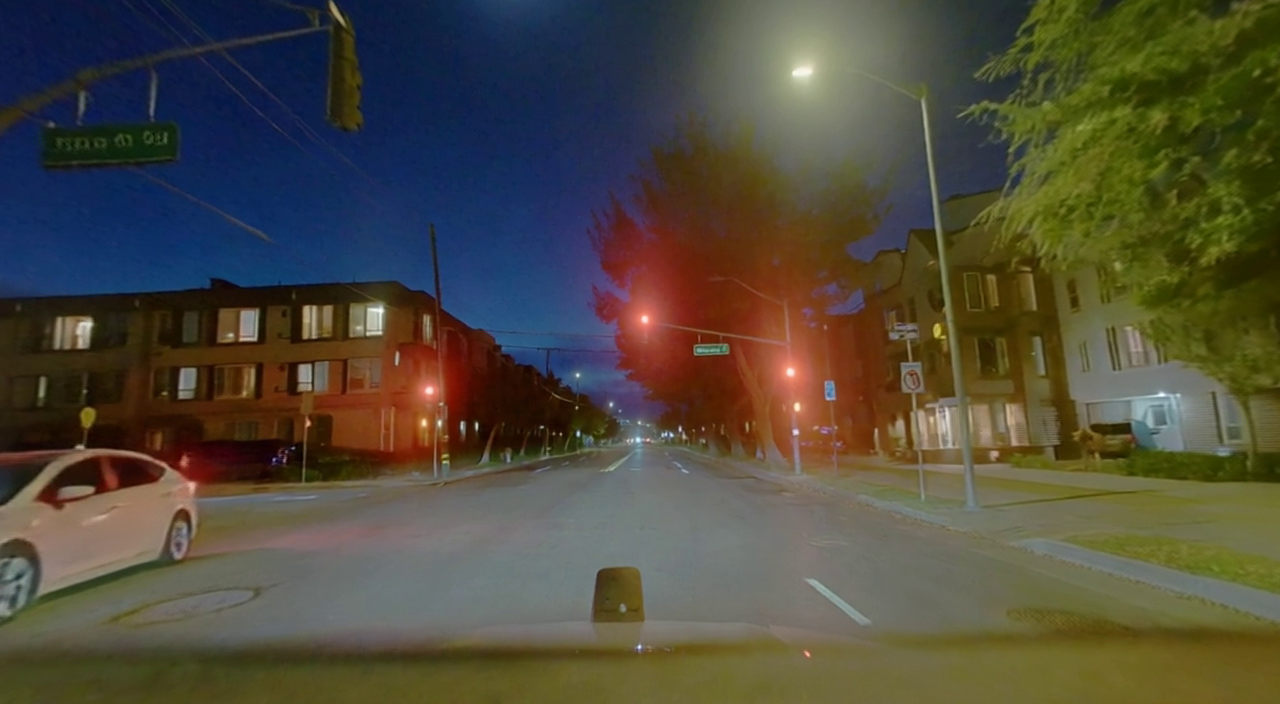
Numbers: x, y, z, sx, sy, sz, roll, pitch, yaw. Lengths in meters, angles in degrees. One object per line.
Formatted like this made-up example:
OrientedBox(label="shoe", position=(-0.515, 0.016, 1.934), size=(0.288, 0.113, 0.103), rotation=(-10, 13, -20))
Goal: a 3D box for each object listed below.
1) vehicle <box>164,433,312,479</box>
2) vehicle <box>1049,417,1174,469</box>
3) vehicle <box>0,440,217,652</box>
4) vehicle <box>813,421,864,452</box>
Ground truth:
OrientedBox(label="vehicle", position=(-19.039, 4.920, 30.142), size=(5.468, 1.854, 2.283), rotation=(-2, -8, -3))
OrientedBox(label="vehicle", position=(17.109, 3.367, 23.227), size=(2.013, 1.722, 4.007), rotation=(-2, -9, 11))
OrientedBox(label="vehicle", position=(-5.871, 1.665, 6.033), size=(1.945, 1.424, 4.135), rotation=(-3, -8, -17))
OrientedBox(label="vehicle", position=(11.519, 4.981, 36.953), size=(1.950, 1.714, 4.245), rotation=(-1, -9, 5))
